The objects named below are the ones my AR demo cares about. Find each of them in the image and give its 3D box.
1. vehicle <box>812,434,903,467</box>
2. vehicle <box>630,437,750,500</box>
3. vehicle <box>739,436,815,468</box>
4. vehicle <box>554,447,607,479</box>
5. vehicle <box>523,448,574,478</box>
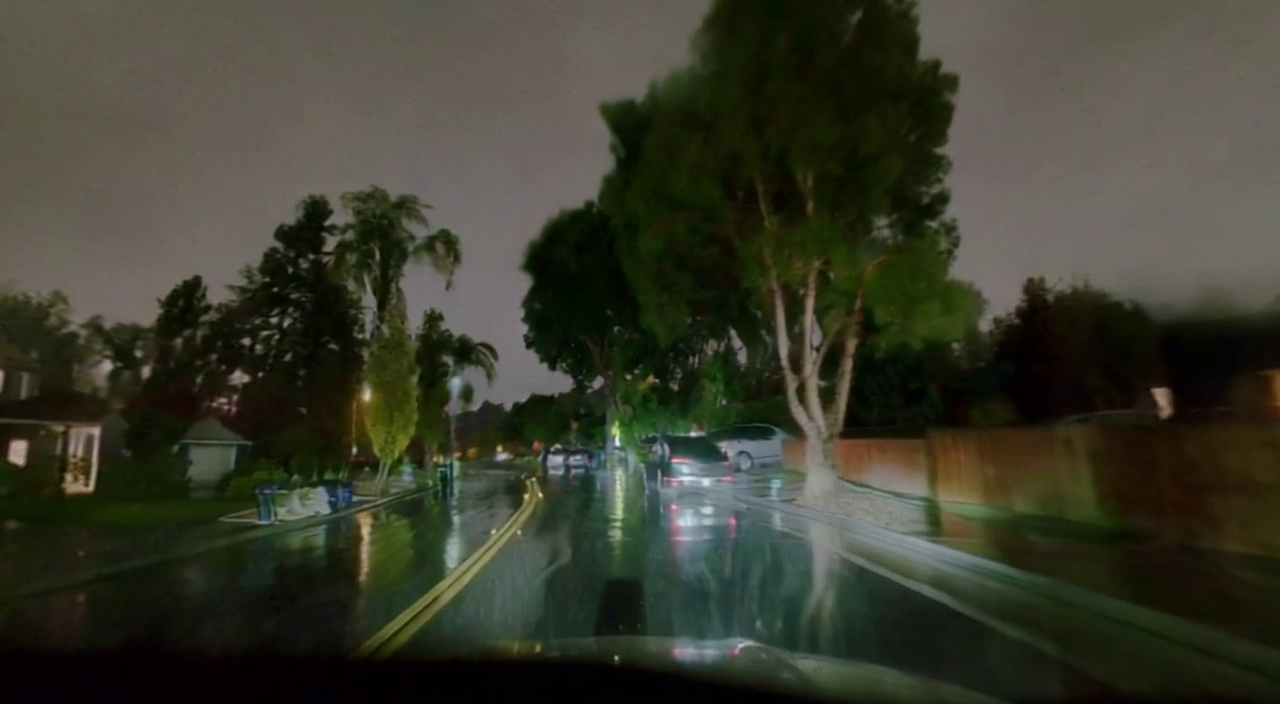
[{"bbox_3d":[10.521,4.722,30.450,4.253,1.458,1.900,5,-10,-35],"label":"vehicle"},{"bbox_3d":[1.209,3.227,18.081,2.181,1.494,5.023,1,-8,-11],"label":"vehicle"},{"bbox_3d":[7.555,5.444,34.657,4.157,1.431,1.753,3,-8,-38],"label":"vehicle"},{"bbox_3d":[-3.540,6.360,36.632,1.965,1.663,4.744,2,-9,-19],"label":"vehicle"},{"bbox_3d":[-6.414,7.617,43.601,2.180,1.849,5.423,3,-9,-22],"label":"vehicle"}]
